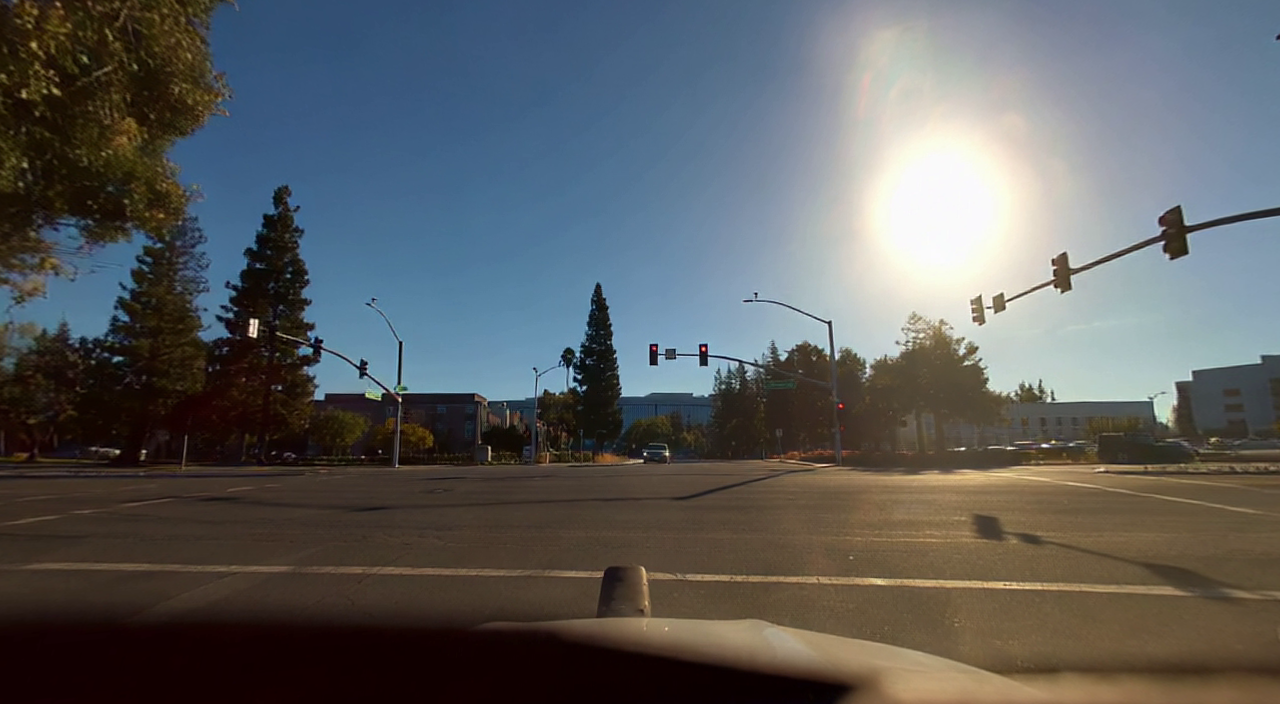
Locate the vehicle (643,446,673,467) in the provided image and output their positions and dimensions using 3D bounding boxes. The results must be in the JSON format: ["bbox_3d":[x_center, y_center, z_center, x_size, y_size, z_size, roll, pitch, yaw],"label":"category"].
[{"bbox_3d":[1.286,7.641,46.445,2.132,1.449,4.235,0,-9,0],"label":"vehicle"}]
